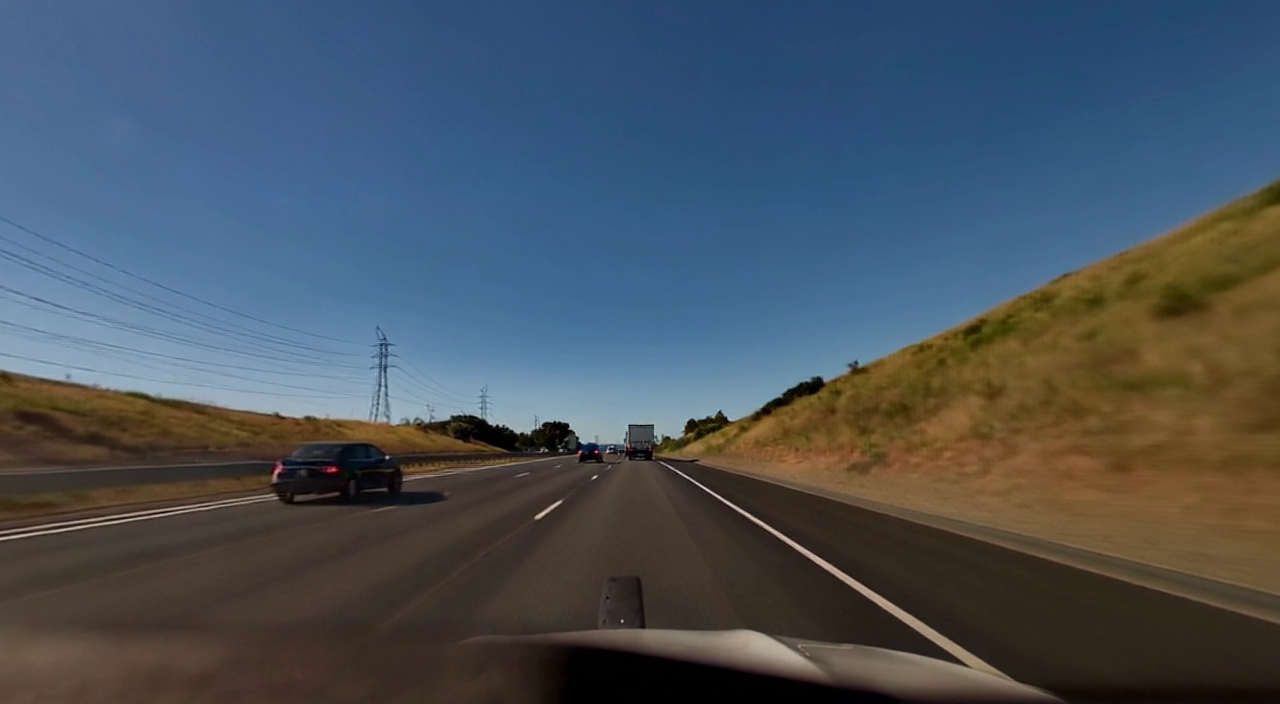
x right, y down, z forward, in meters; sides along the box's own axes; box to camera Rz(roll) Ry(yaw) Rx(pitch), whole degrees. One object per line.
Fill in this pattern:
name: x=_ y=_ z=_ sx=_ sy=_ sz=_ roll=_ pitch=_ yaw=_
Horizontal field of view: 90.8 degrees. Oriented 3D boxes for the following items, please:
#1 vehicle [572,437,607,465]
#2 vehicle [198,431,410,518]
vehicle: x=-3.685 y=7.355 z=46.985 sx=2.207 sy=1.949 sz=4.911 roll=0 pitch=-9 yaw=0
vehicle: x=-6.951 y=2.585 z=13.801 sx=2.066 sy=1.558 sz=4.607 roll=0 pitch=-9 yaw=0
